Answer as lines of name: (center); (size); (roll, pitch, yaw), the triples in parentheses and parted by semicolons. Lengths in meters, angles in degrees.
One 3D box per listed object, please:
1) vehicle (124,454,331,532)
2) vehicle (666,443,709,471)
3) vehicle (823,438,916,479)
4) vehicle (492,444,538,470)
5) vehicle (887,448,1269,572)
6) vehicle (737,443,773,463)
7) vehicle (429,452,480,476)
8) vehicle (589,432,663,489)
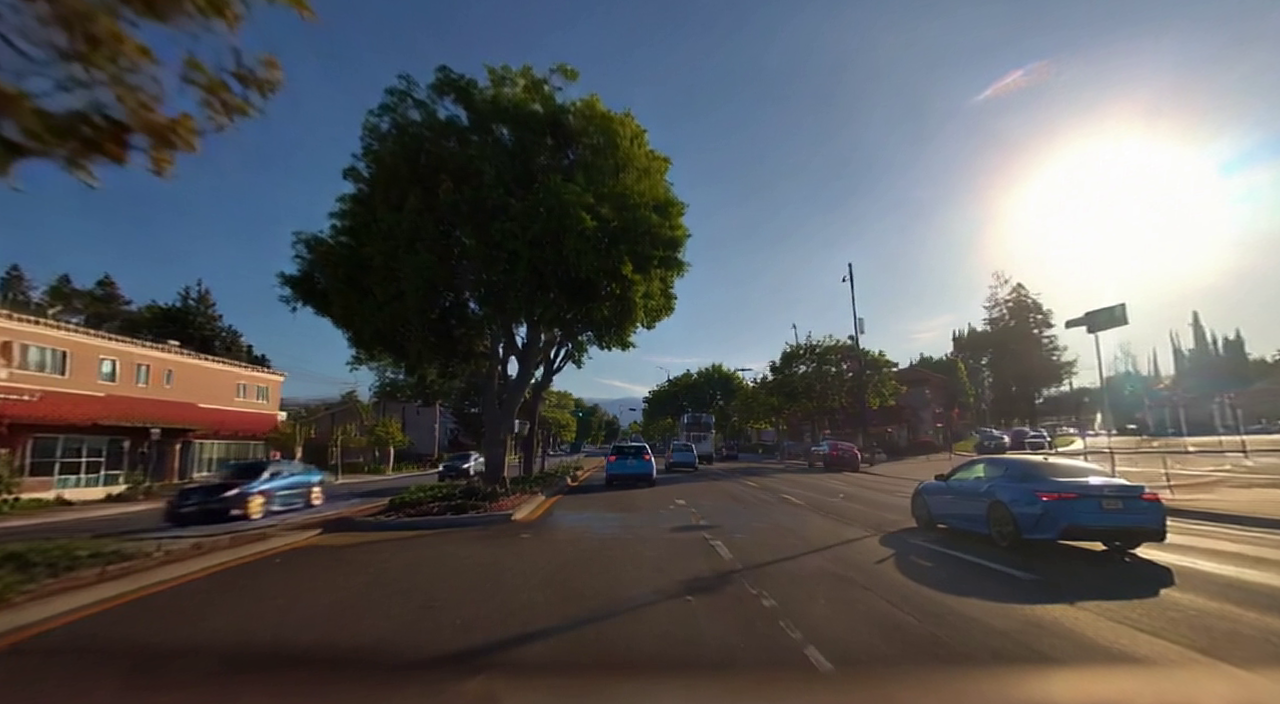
vehicle: (-9.638, 3.278, 15.330); (1.989, 1.542, 4.435); (0, -9, 1)
vehicle: (2.611, 5.933, 36.001); (2.078, 1.471, 4.142); (0, -9, -1)
vehicle: (9.036, 4.225, 25.325); (2.045, 1.484, 4.342); (0, -9, -1)
vehicle: (-9.374, 7.900, 47.727); (2.356, 1.885, 4.920); (-1, -9, 1)
vehicle: (5.574, 2.033, 8.990); (2.258, 1.294, 4.312); (0, -9, -2)
vehicle: (9.022, 7.964, 49.802); (1.919, 1.506, 4.442); (0, -9, -1)
vehicle: (-12.610, 7.622, 43.204); (1.978, 1.499, 4.779); (0, -9, 1)
vehicle: (-0.478, 3.681, 21.702); (2.266, 1.762, 4.131); (0, -9, -1)
